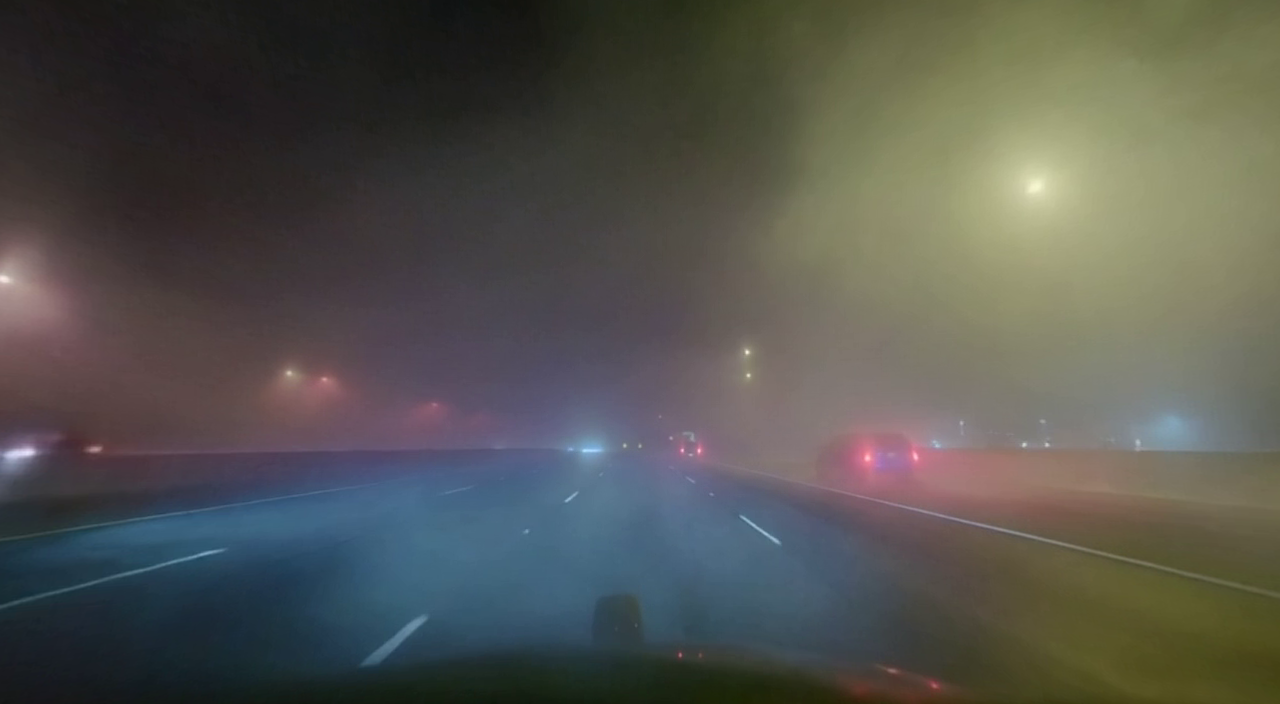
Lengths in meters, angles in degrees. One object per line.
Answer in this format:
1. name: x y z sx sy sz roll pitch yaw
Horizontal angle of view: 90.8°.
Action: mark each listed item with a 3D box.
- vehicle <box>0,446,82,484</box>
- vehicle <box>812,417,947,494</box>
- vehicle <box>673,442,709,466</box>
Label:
1. vehicle: -25.651 4.512 25.479 2.196 1.389 4.532 0 -8 -1
2. vehicle: 6.772 3.004 18.550 2.065 1.953 4.605 0 -8 -1
3. vehicle: 3.410 6.891 42.955 2.000 1.533 3.770 0 -8 -1
